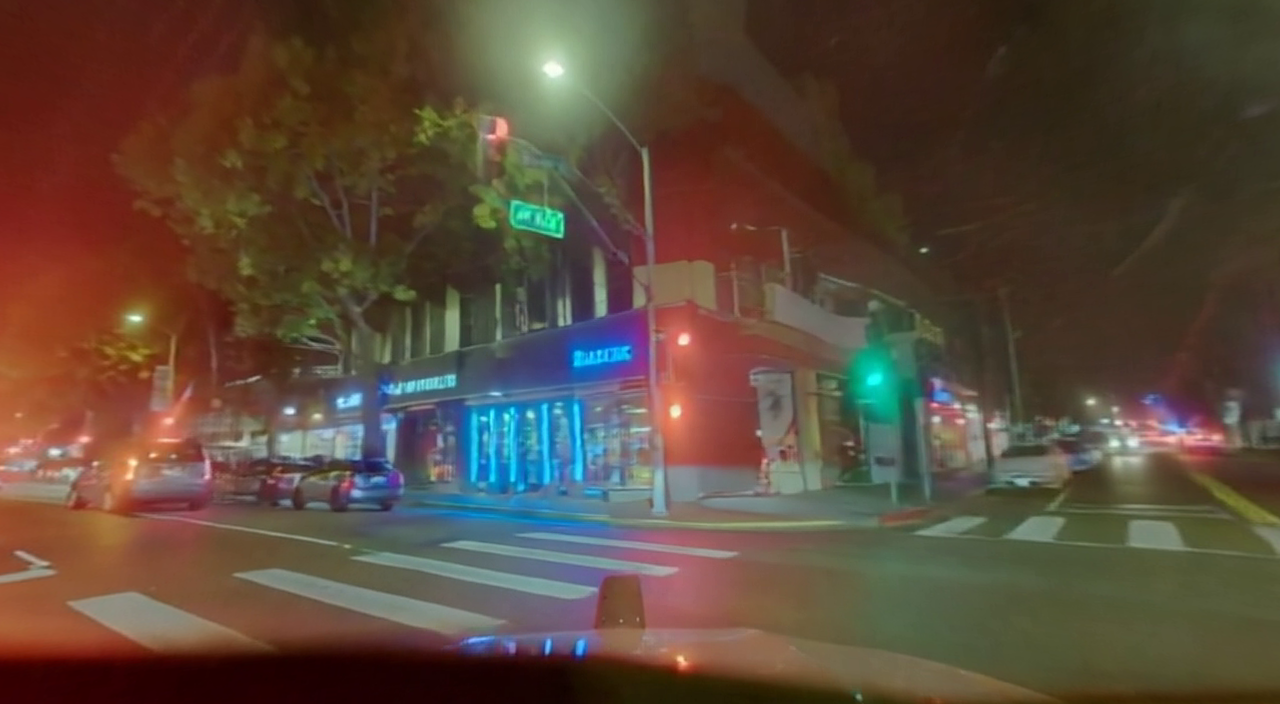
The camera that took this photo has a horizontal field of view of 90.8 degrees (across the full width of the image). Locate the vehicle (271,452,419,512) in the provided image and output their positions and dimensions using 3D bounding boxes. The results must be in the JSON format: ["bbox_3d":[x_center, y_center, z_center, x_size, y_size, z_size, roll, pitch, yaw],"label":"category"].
[{"bbox_3d":[-8.934,3.812,18.997,4.703,1.550,2.059,-7,-11,38],"label":"vehicle"}]

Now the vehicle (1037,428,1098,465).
[{"bbox_3d":[25.779,5.747,38.008,2.510,1.859,5.449,-7,-14,37],"label":"vehicle"}]

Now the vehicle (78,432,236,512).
[{"bbox_3d":[-13.325,3.211,17.353,4.611,1.882,2.440,-8,-12,41],"label":"vehicle"}]

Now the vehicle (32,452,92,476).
[{"bbox_3d":[-37.429,7.206,40.870,4.382,1.440,1.921,-6,-11,36],"label":"vehicle"}]

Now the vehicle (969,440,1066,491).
[{"bbox_3d":[13.639,4.045,22.685,2.179,1.596,4.286,-11,-13,38],"label":"vehicle"}]
